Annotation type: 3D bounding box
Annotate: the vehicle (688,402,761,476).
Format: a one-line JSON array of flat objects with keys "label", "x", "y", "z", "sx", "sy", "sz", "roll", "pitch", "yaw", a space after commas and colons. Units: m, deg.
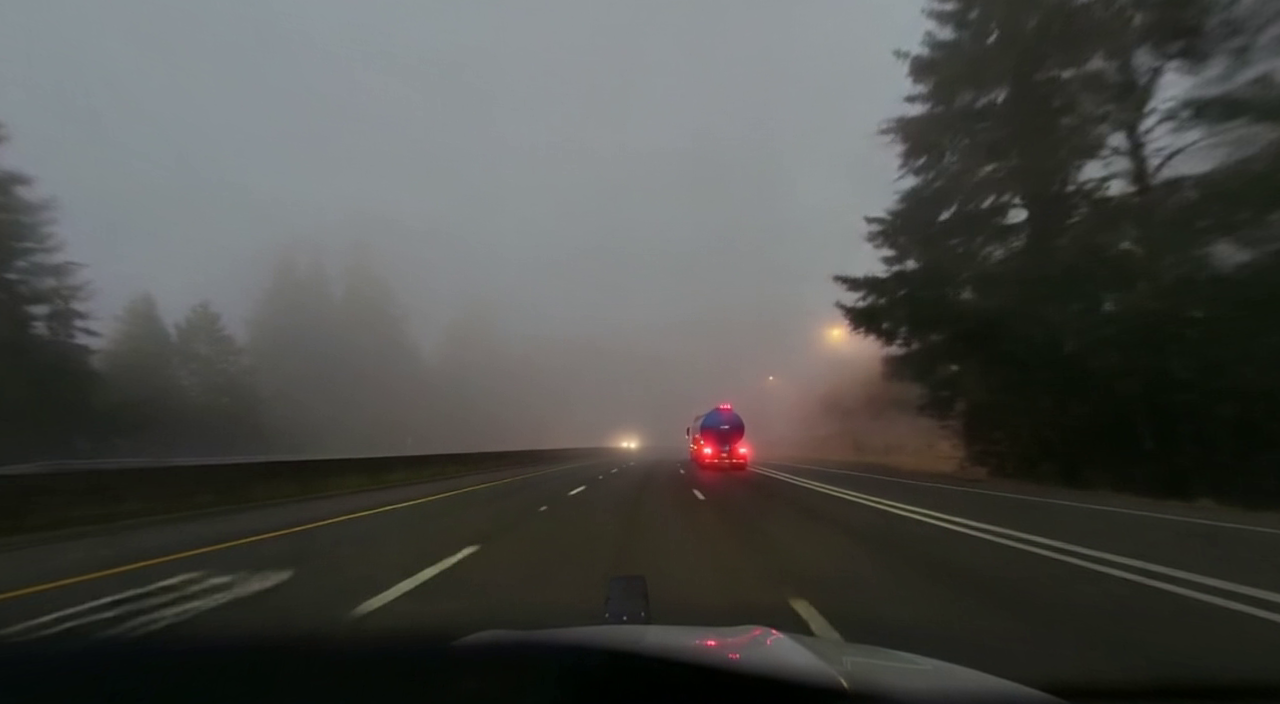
[{"label": "vehicle", "x": 4.675, "y": 5.345, "z": 38.258, "sx": 2.880, "sy": 3.624, "sz": 14.397, "roll": 0, "pitch": -8, "yaw": 2}]
